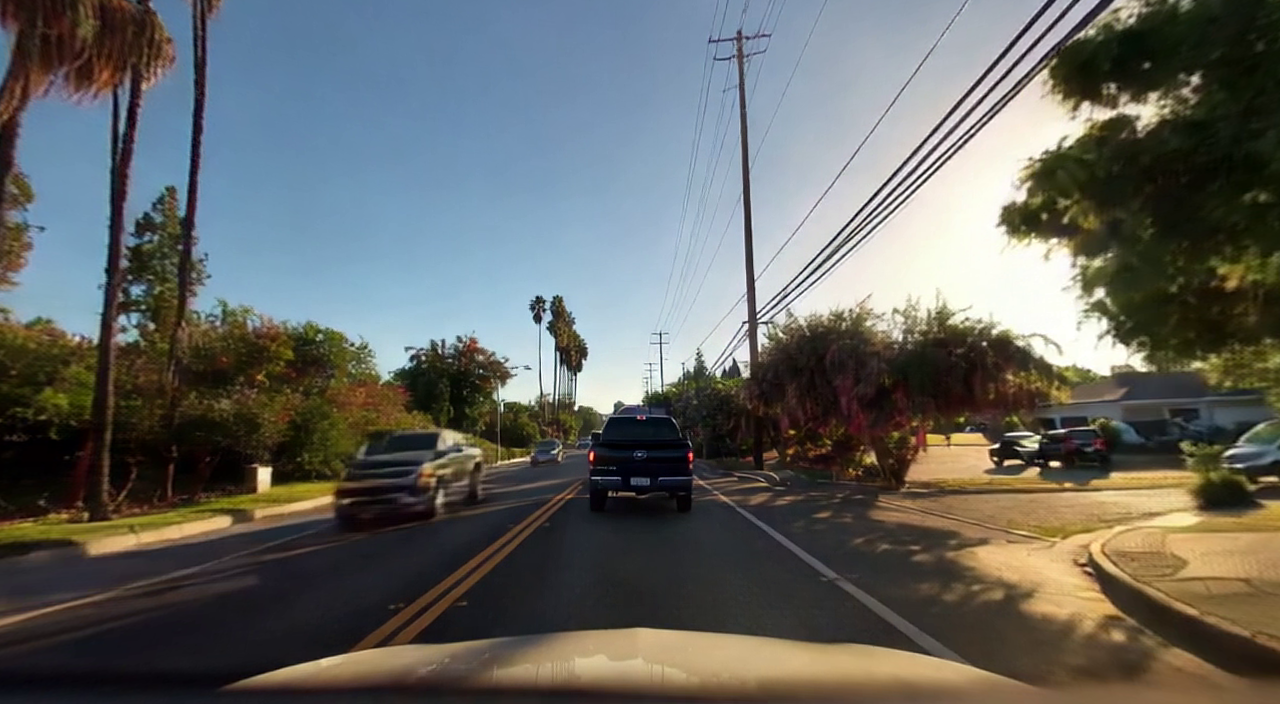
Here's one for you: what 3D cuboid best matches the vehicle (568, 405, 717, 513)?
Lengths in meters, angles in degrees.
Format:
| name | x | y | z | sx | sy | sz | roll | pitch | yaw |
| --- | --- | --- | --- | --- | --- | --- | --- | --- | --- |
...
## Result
| name | x | y | z | sx | sy | sz | roll | pitch | yaw |
| --- | --- | --- | --- | --- | --- | --- | --- | --- | --- |
| vehicle | 0.022 | 2.496 | 15.137 | 2.848 | 2.047 | 5.885 | 0 | -8 | 0 |

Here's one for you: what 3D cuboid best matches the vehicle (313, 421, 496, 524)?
| name | x | y | z | sx | sy | sz | roll | pitch | yaw |
| --- | --- | --- | --- | --- | --- | --- | --- | --- | --- |
| vehicle | -4.658 | 2.455 | 13.462 | 2.223 | 1.776 | 4.614 | 0 | -8 | -2 |

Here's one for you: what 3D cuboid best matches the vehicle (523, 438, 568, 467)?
| name | x | y | z | sx | sy | sz | roll | pitch | yaw |
| --- | --- | --- | --- | --- | --- | --- | --- | --- | --- |
| vehicle | -5.714 | 6.161 | 38.854 | 2.159 | 1.627 | 4.505 | 0 | -8 | -1 |

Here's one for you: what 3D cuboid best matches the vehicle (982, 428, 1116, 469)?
| name | x | y | z | sx | sy | sz | roll | pitch | yaw |
| --- | --- | --- | --- | --- | --- | --- | --- | --- | --- |
| vehicle | 20.335 | 4.857 | 31.914 | 2.277 | 1.836 | 6.267 | 0 | -9 | -4 |
